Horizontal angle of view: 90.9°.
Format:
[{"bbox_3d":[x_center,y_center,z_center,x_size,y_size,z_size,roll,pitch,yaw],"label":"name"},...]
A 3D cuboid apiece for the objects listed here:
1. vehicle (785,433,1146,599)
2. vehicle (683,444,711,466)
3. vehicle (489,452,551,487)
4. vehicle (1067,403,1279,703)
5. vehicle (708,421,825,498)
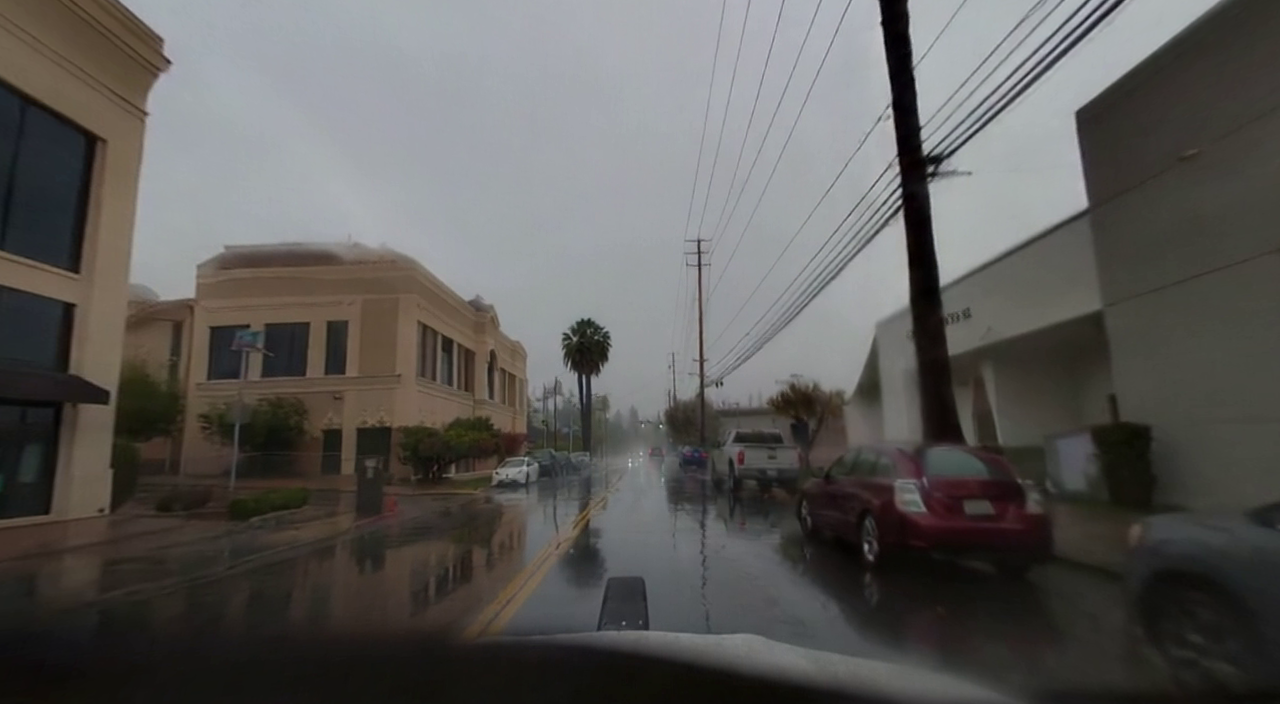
[{"bbox_3d":[3.593,1.867,8.294,2.060,1.513,4.741,0,-8,-3],"label":"vehicle"},{"bbox_3d":[4.357,7.921,48.870,1.948,1.607,4.873,-1,-8,3],"label":"vehicle"},{"bbox_3d":[-5.696,5.626,30.572,1.982,1.453,4.577,0,-8,1],"label":"vehicle"},{"bbox_3d":[3.688,0.817,1.440,1.961,1.546,4.857,0,-8,-1],"label":"vehicle"},{"bbox_3d":[3.816,3.401,20.456,2.485,2.123,6.029,0,-8,-1],"label":"vehicle"}]
